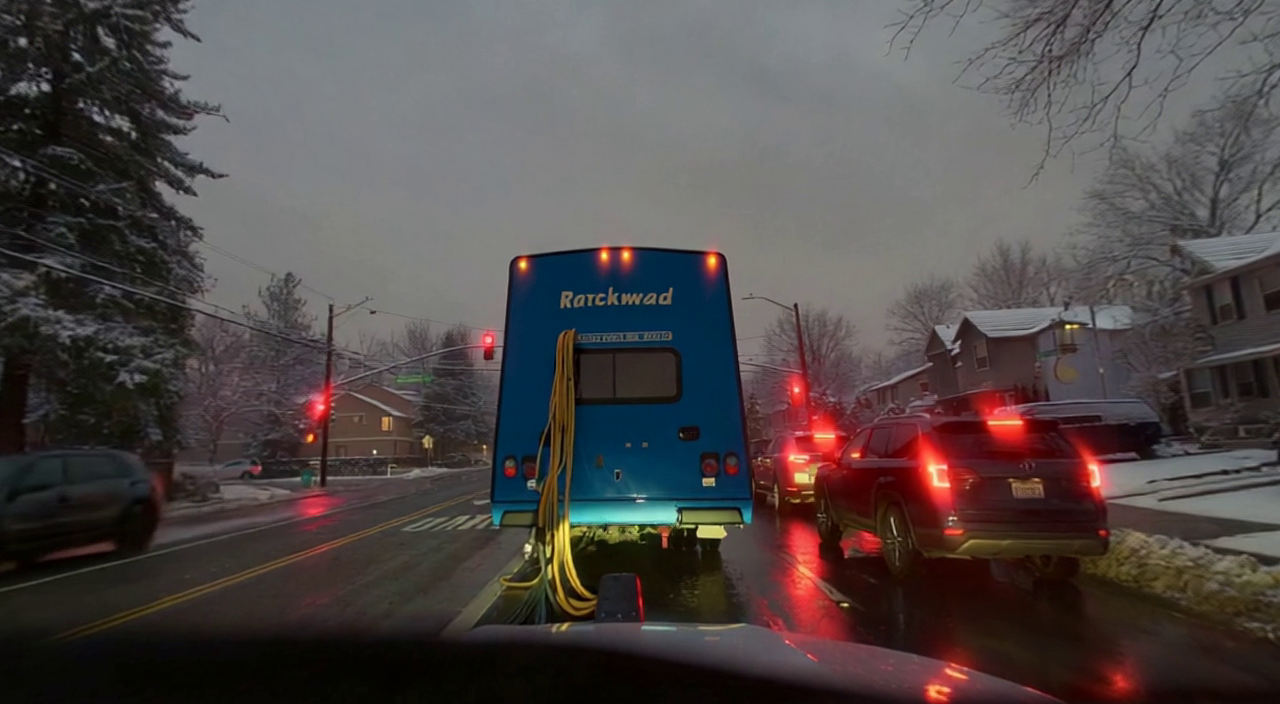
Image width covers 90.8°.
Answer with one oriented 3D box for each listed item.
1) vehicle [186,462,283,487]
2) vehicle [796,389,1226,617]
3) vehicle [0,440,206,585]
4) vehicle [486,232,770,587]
[{"bbox_3d":[-26.768,8.076,41.861,4.954,1.506,2.014,0,-9,-3],"label":"vehicle"},{"bbox_3d":[3.408,1.489,7.130,2.104,1.735,4.408,0,-9,0],"label":"vehicle"},{"bbox_3d":[-8.741,2.129,8.937,2.110,1.713,4.449,0,-9,-2],"label":"vehicle"},{"bbox_3d":[-0.101,1.112,10.350,2.709,3.511,8.213,0,-9,0],"label":"vehicle"}]
